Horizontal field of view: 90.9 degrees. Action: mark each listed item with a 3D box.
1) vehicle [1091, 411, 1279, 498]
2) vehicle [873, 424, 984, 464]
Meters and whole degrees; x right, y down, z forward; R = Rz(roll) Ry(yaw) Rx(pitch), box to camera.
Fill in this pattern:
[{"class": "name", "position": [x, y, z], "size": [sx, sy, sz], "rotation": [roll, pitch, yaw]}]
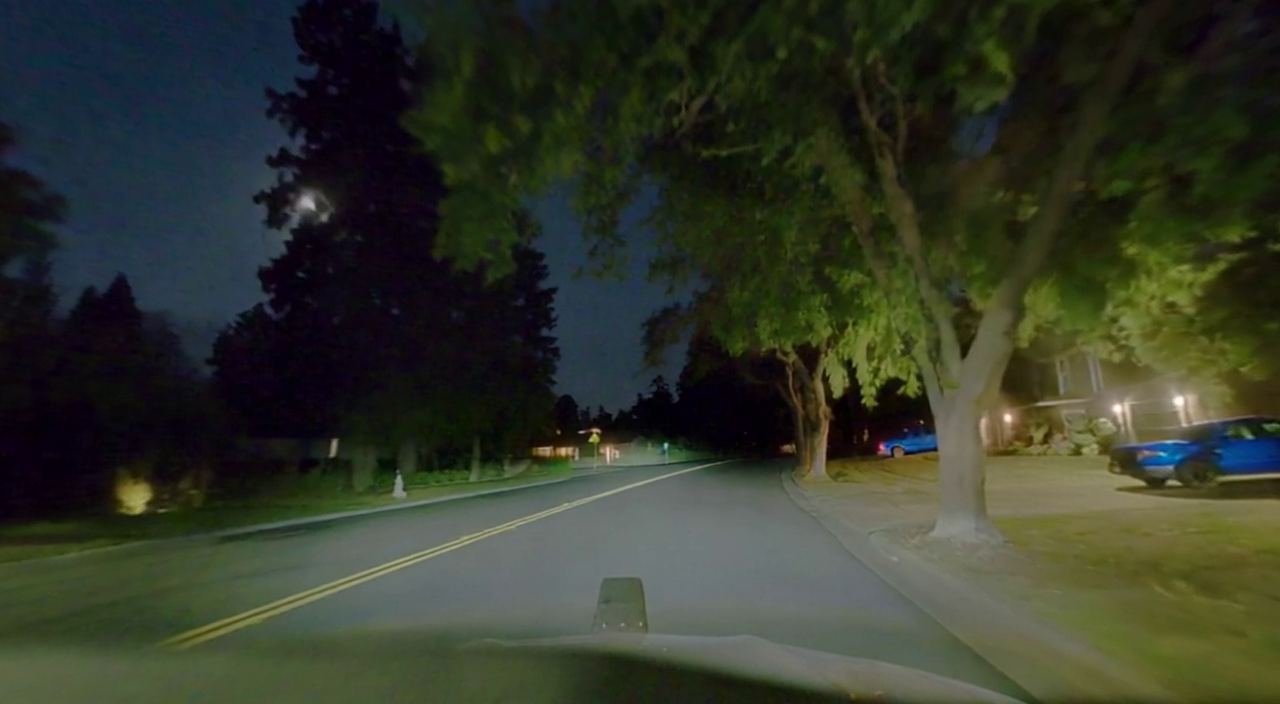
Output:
[{"class": "vehicle", "position": [12.184, 1.953, 12.507], "size": [4.644, 1.441, 2.074], "rotation": [-7, -10, 14]}, {"class": "vehicle", "position": [17.169, 5.566, 37.901], "size": [5.704, 1.788, 2.095], "rotation": [-8, -12, 17]}]
